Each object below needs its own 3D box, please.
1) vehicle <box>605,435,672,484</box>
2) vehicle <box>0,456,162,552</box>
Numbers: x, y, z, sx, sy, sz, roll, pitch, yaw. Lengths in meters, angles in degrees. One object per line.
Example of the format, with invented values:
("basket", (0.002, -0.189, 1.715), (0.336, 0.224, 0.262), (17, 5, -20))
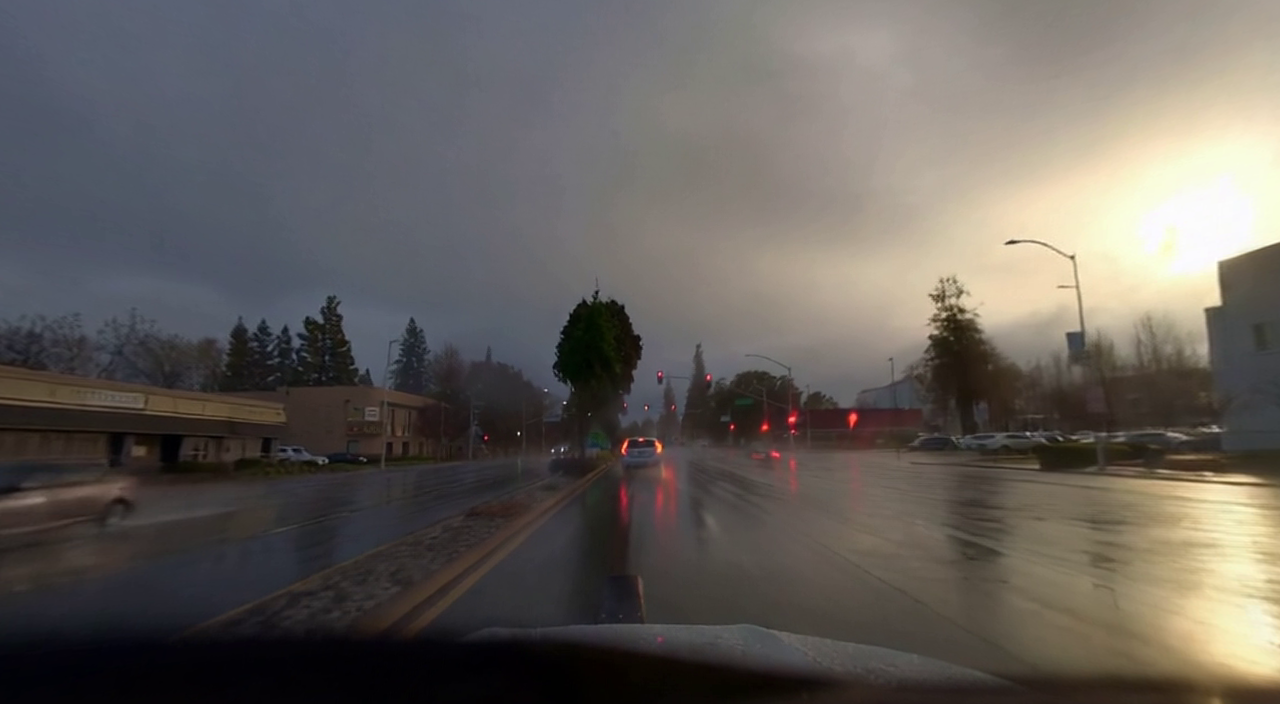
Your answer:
("vehicle", (-0.074, 3.636, 21.622), (2.064, 1.477, 3.968), (0, -9, -1))
("vehicle", (-11.318, 2.684, 11.456), (1.907, 1.485, 4.293), (0, -9, 0))
